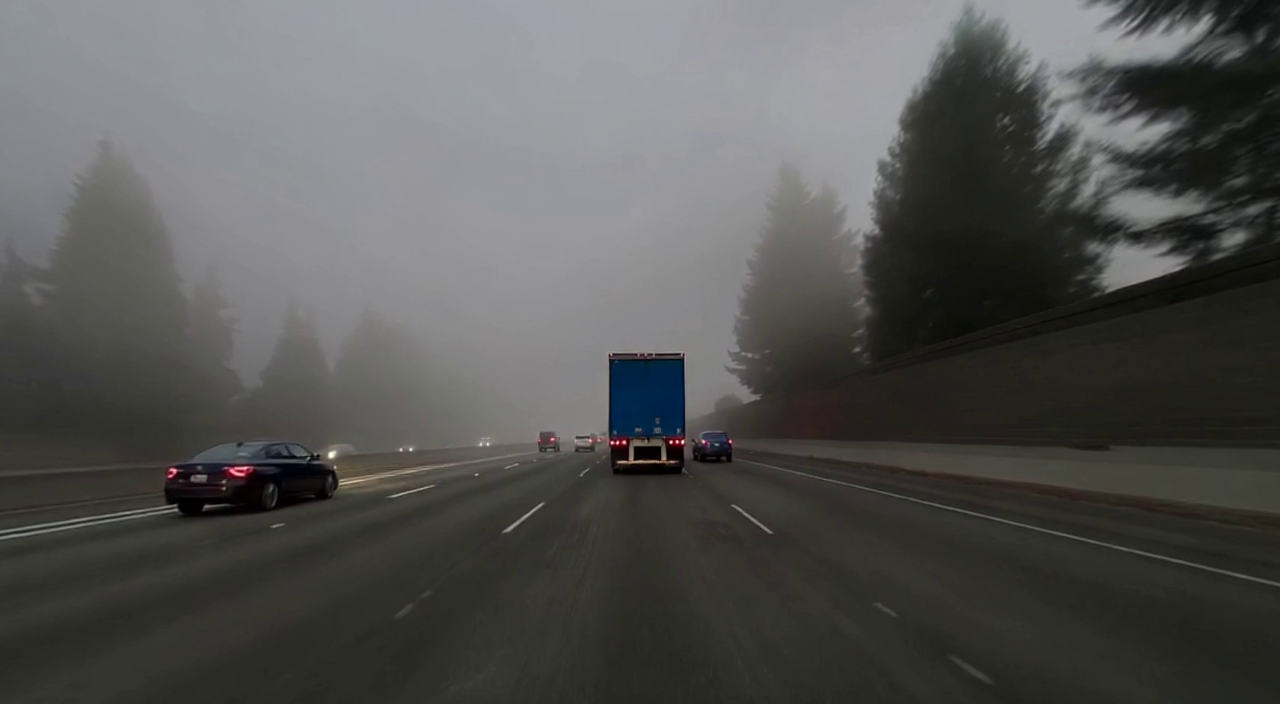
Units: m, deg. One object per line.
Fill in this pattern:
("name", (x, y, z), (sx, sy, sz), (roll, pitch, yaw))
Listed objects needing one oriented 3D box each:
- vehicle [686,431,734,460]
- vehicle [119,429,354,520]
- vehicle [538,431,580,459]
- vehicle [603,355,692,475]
("vehicle", (3.857, 5.230, 35.483), (2.044, 1.508, 4.716), (0, -8, -2))
("vehicle", (-7.681, 2.315, 12.559), (2.059, 1.500, 4.001), (0, -8, -1))
("vehicle", (-5.054, 5.836, 39.799), (2.134, 1.650, 4.133), (0, -8, -1))
("vehicle", (0.012, 2.763, 25.905), (2.904, 3.915, 10.473), (0, -8, -2))
